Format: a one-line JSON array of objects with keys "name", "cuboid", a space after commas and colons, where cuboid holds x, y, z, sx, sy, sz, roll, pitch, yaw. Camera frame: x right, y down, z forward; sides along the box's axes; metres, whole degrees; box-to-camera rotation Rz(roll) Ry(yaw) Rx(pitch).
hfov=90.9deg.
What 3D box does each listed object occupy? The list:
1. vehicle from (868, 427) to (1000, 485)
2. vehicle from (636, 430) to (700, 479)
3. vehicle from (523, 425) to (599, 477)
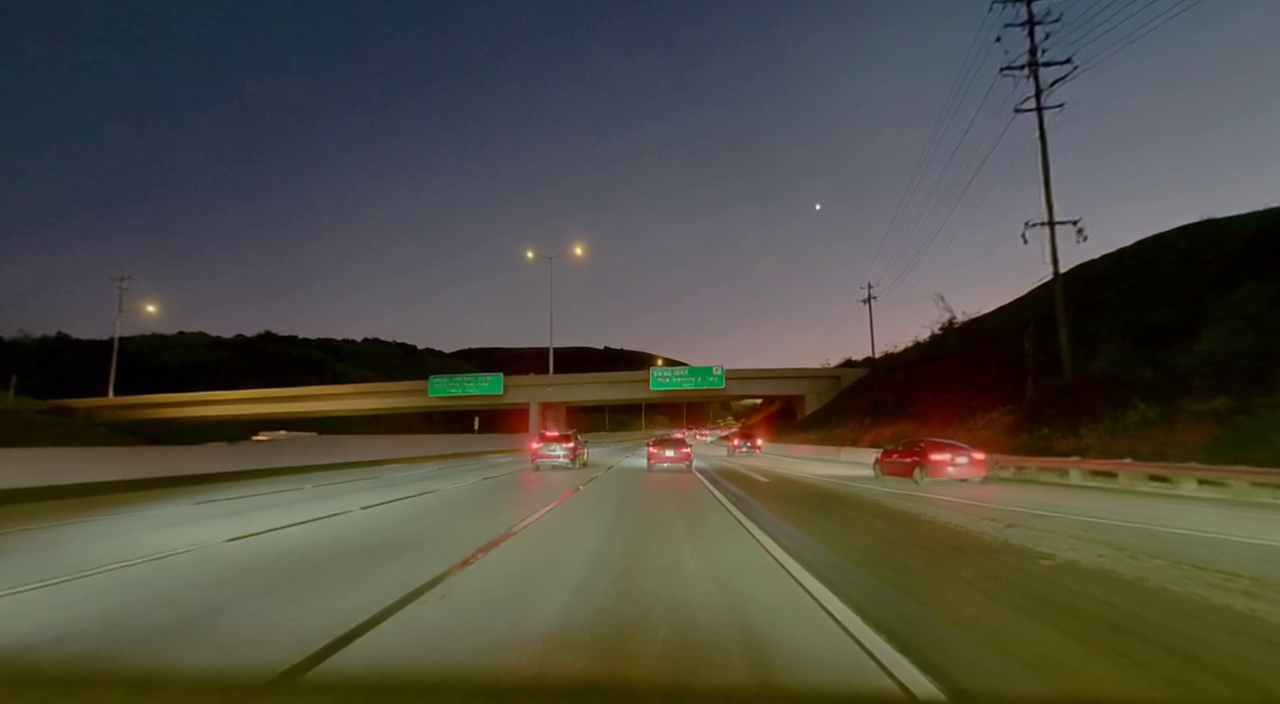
[{"name": "vehicle", "cuboid": [10.971, 3.912, 24.057, 2.059, 1.938, 4.793, 1, -9, -10]}, {"name": "vehicle", "cuboid": [0.958, 3.859, 23.918, 2.193, 1.651, 3.946, 0, -8, 0]}, {"name": "vehicle", "cuboid": [-3.008, 3.926, 25.143, 2.228, 1.845, 4.847, -1, -8, 2]}]
